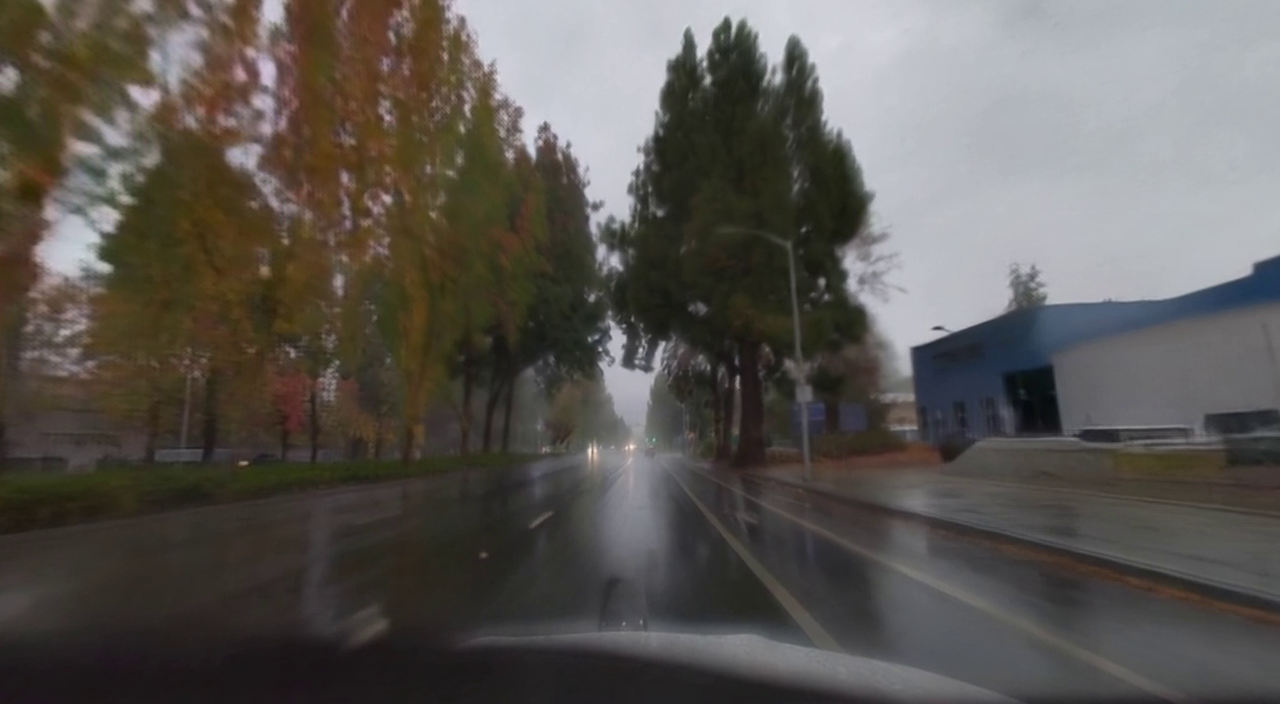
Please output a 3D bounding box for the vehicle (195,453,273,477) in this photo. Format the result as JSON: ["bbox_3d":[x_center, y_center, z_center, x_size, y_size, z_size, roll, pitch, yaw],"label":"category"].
[{"bbox_3d":[-26.593,7.399,41.508,2.007,1.430,4.583,0,-9,1],"label":"vehicle"}]
